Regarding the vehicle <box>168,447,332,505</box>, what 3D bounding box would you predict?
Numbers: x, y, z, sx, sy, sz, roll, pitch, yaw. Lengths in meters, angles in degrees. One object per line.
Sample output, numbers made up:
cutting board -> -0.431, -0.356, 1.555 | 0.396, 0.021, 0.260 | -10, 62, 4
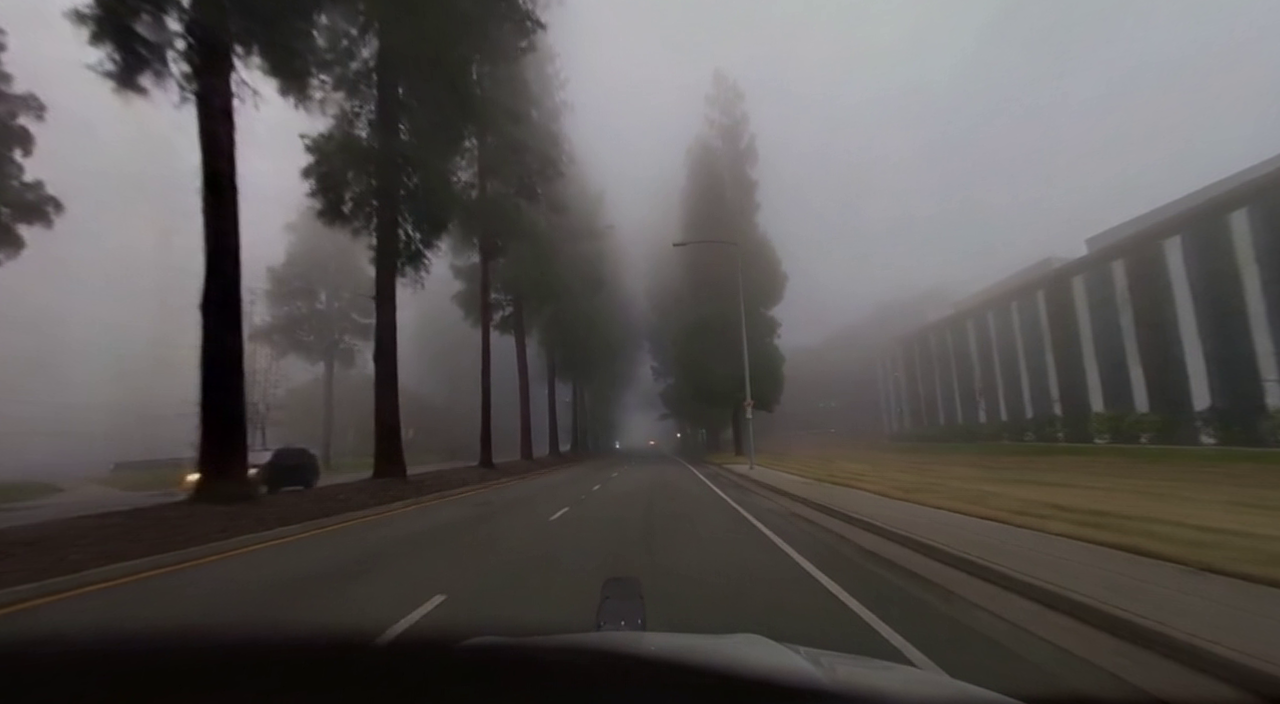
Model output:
vehicle -> -11.096, 3.521, 18.308 | 1.881, 1.445, 4.280 | 0, -8, 2
